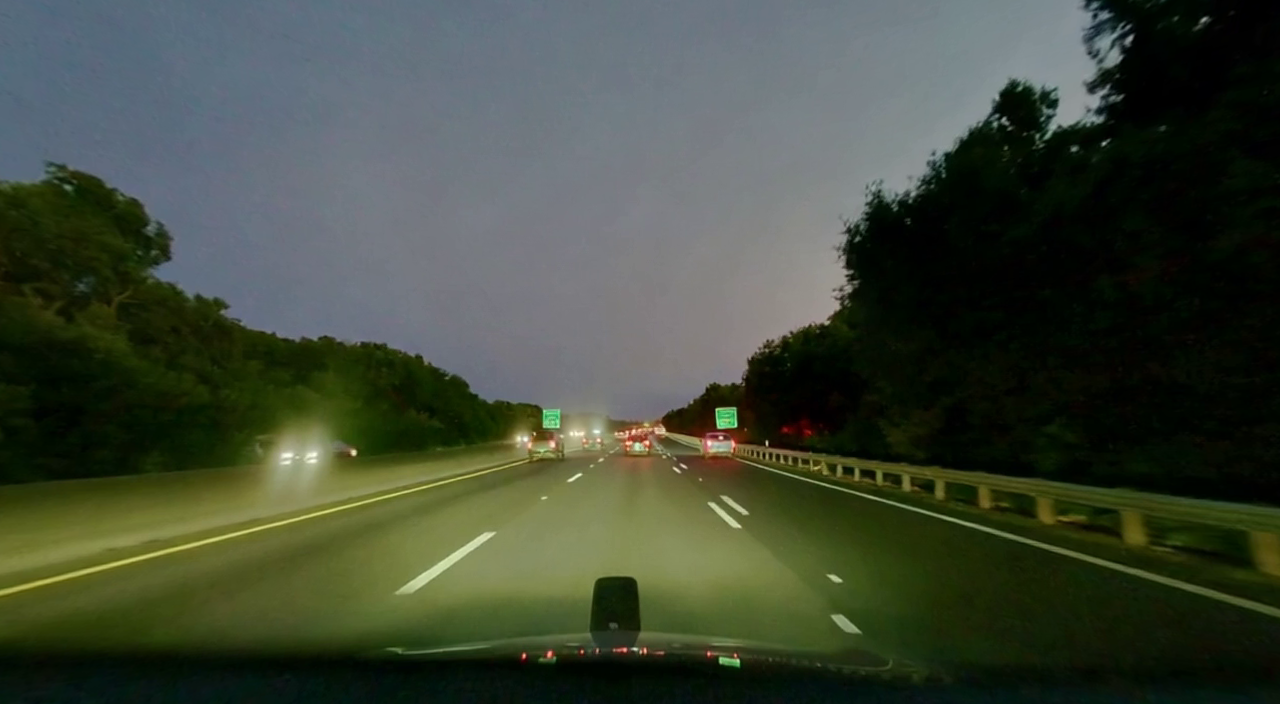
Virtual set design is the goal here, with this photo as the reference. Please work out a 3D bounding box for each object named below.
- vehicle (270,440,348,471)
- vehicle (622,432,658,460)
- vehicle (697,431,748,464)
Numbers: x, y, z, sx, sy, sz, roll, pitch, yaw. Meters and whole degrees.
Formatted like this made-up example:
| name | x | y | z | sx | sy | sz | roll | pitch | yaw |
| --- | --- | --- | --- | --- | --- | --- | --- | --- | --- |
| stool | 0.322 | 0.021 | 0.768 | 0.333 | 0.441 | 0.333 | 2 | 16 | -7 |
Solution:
| name | x | y | z | sx | sy | sz | roll | pitch | yaw |
| --- | --- | --- | --- | --- | --- | --- | --- | --- | --- |
| vehicle | -16.592 | 5.165 | 31.834 | 1.824 | 1.441 | 3.816 | 0 | -8 | 0 |
| vehicle | -0.030 | 5.194 | 35.117 | 1.869 | 1.466 | 3.356 | 0 | -8 | -1 |
| vehicle | 3.904 | 4.573 | 30.452 | 1.841 | 1.491 | 3.869 | 0 | -8 | -1 |
